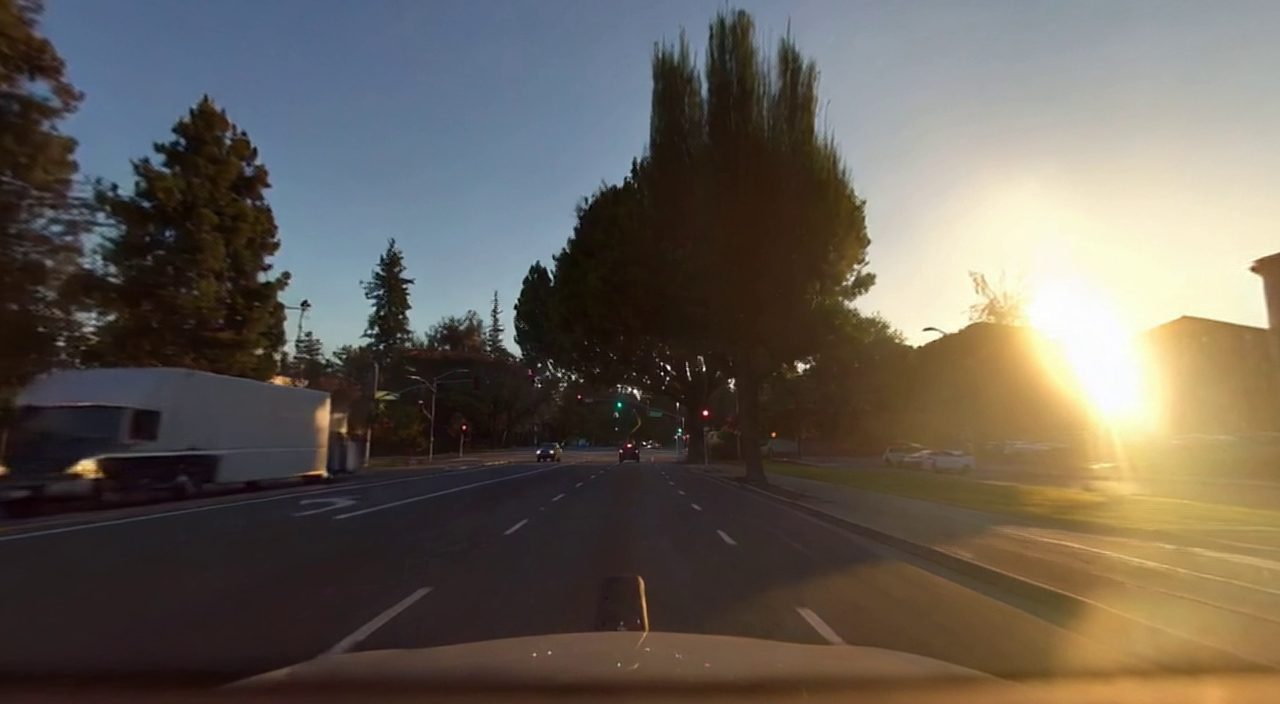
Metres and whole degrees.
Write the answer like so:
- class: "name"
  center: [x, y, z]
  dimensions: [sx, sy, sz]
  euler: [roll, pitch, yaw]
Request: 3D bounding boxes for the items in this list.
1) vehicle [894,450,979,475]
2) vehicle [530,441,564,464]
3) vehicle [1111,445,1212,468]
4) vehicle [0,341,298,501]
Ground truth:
- class: "vehicle"
  center: [18.316, 6.860, 39.251]
  dimensions: [4.455, 1.475, 1.971]
  euler: [-2, -9, 14]
- class: "vehicle"
  center: [-7.075, 7.721, 48.522]
  dimensions: [1.946, 1.680, 4.203]
  euler: [0, -9, 0]
- class: "vehicle"
  center: [34.230, 6.851, 41.597]
  dimensions: [4.593, 1.460, 1.926]
  euler: [-3, -9, 16]
- class: "vehicle"
  center: [-15.165, 2.367, 20.254]
  dimensions: [3.193, 3.952, 9.170]
  euler: [0, -9, 0]
